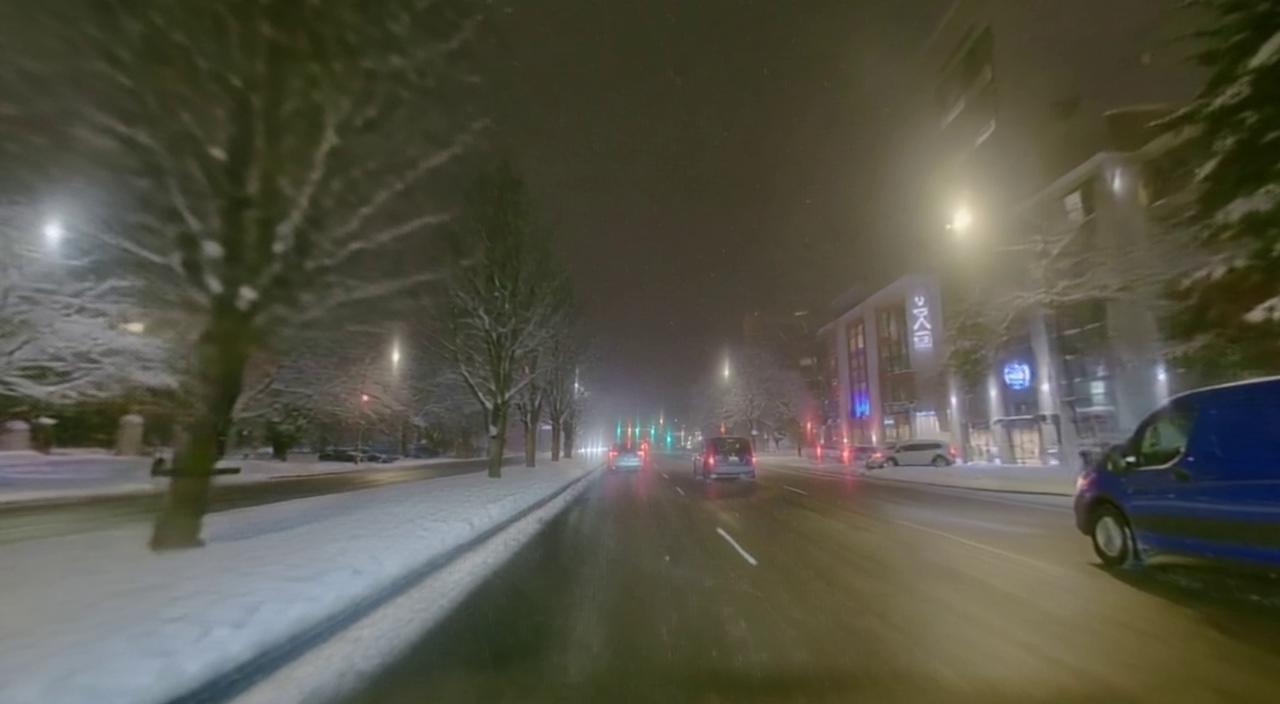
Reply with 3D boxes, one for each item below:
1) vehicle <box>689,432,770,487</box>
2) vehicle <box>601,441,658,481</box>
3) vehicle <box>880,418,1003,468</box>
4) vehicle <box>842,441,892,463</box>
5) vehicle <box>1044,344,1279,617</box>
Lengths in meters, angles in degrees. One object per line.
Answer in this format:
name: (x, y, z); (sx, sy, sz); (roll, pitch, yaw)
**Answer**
vehicle: (3.005, 3.717, 22.118); (2.047, 1.711, 4.265); (0, -8, -2)
vehicle: (-0.414, 4.297, 25.243); (2.095, 1.456, 3.873); (0, -8, -1)
vehicle: (17.642, 5.355, 37.150); (5.907, 2.777, 2.431); (0, -8, -2)
vehicle: (17.100, 7.561, 47.862); (2.065, 1.603, 4.264); (0, -8, -3)
vehicle: (6.317, 0.998, 4.911); (2.573, 2.127, 5.568); (0, -8, -1)
